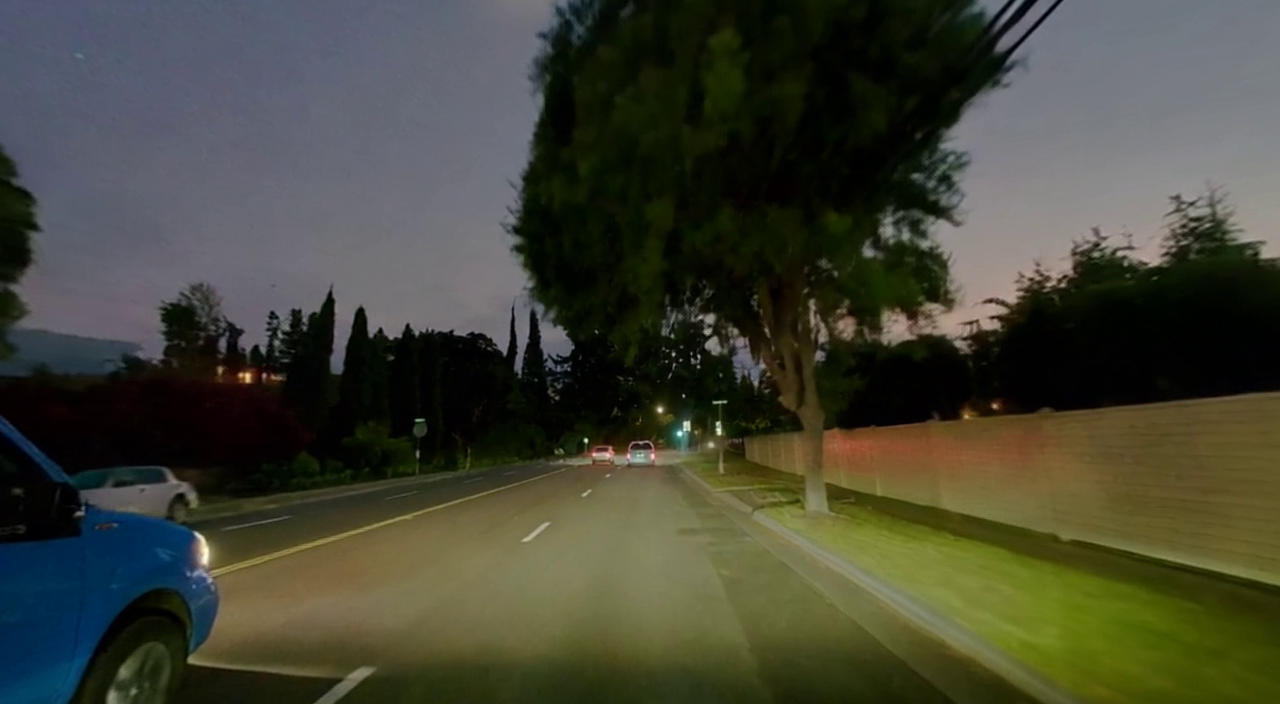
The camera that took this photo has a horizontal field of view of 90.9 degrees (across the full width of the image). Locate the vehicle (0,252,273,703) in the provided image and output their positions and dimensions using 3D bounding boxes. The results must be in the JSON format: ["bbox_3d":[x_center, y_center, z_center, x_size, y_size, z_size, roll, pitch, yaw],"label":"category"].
[{"bbox_3d":[-3.642,0.516,1.164,2.336,2.152,5.866,0,-9,0],"label":"vehicle"}]

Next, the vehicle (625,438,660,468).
[{"bbox_3d":[0.180,6.309,39.522,2.120,1.718,3.909,0,-9,1],"label":"vehicle"}]
